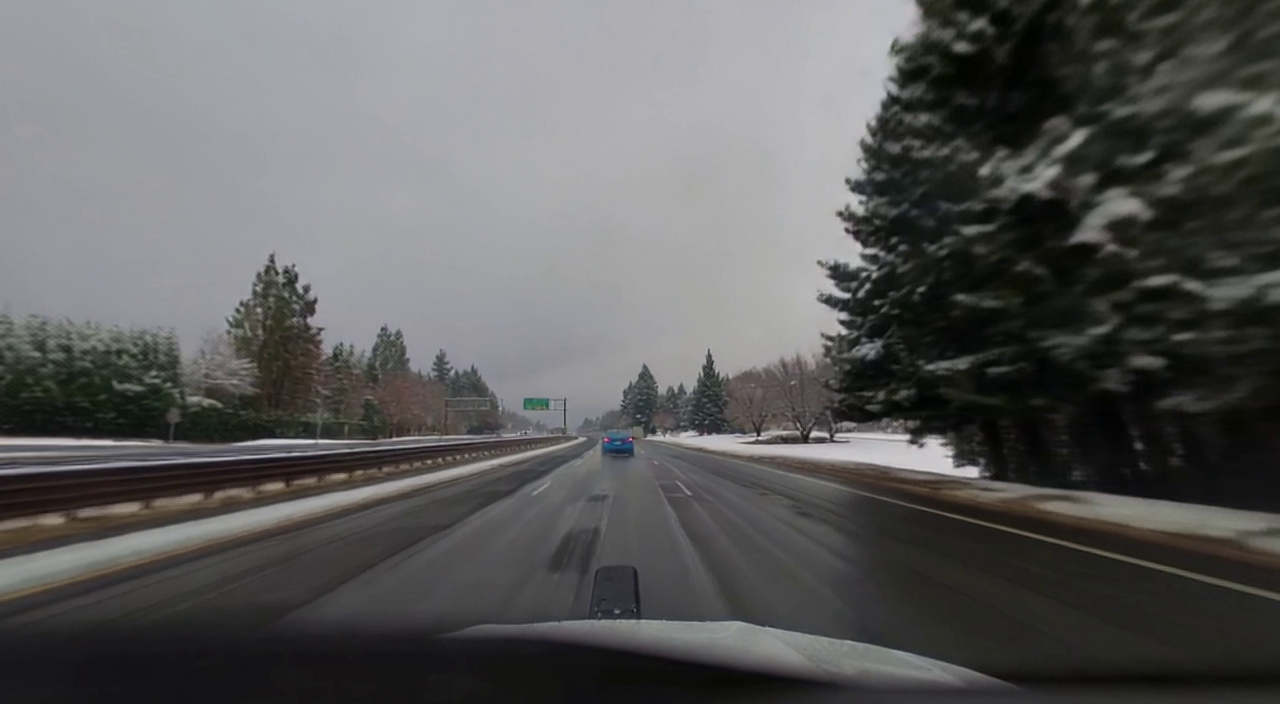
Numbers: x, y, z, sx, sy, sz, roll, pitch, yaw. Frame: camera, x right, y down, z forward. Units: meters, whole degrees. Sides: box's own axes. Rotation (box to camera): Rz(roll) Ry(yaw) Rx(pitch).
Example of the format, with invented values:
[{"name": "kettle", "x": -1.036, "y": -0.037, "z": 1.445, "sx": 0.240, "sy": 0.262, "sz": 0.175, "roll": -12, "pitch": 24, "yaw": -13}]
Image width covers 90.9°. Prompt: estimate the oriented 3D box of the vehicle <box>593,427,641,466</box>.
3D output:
[{"name": "vehicle", "x": -1.030, "y": 4.241, "z": 28.454, "sx": 2.020, "sy": 1.633, "sz": 3.942, "roll": 0, "pitch": -8, "yaw": -2}]
